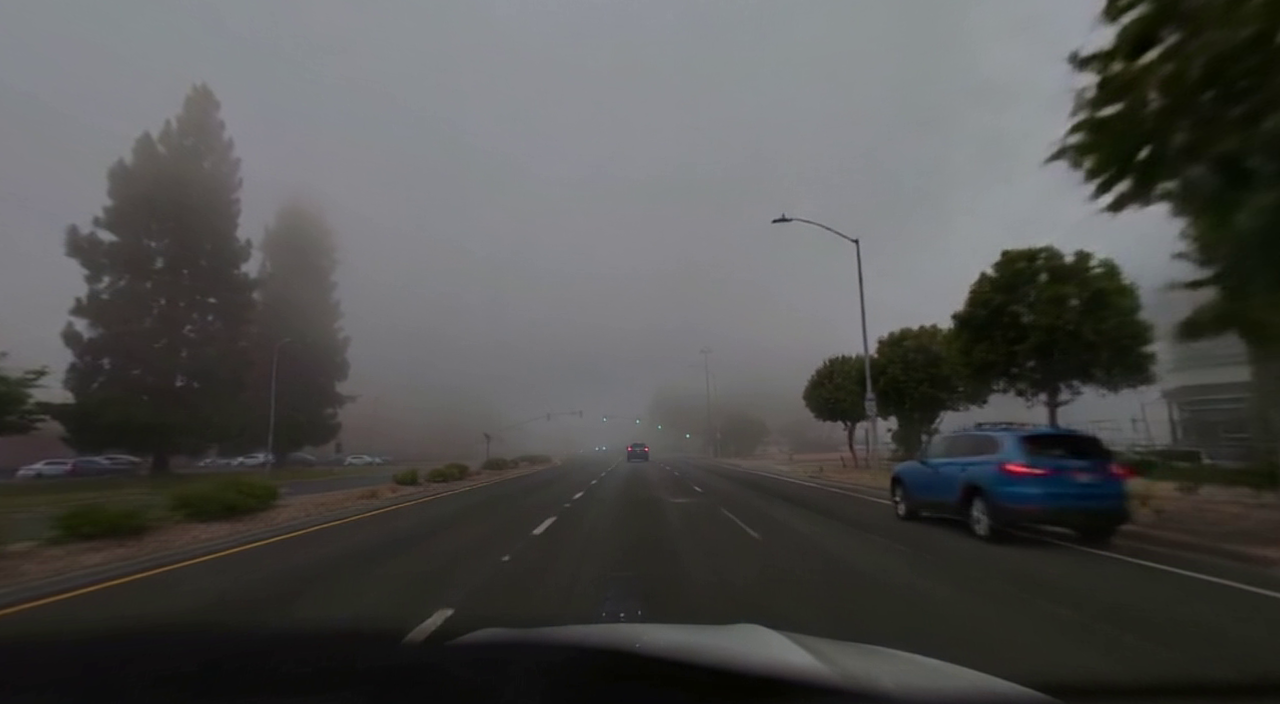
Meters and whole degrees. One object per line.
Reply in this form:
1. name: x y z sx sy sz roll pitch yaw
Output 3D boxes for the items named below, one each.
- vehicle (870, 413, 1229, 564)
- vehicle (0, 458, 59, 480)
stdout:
1. vehicle: 5.877 2.023 10.181 2.295 1.804 4.971 0 -9 -2
2. vehicle: -45.054 8.619 46.658 1.898 1.449 4.524 4 -10 -27
